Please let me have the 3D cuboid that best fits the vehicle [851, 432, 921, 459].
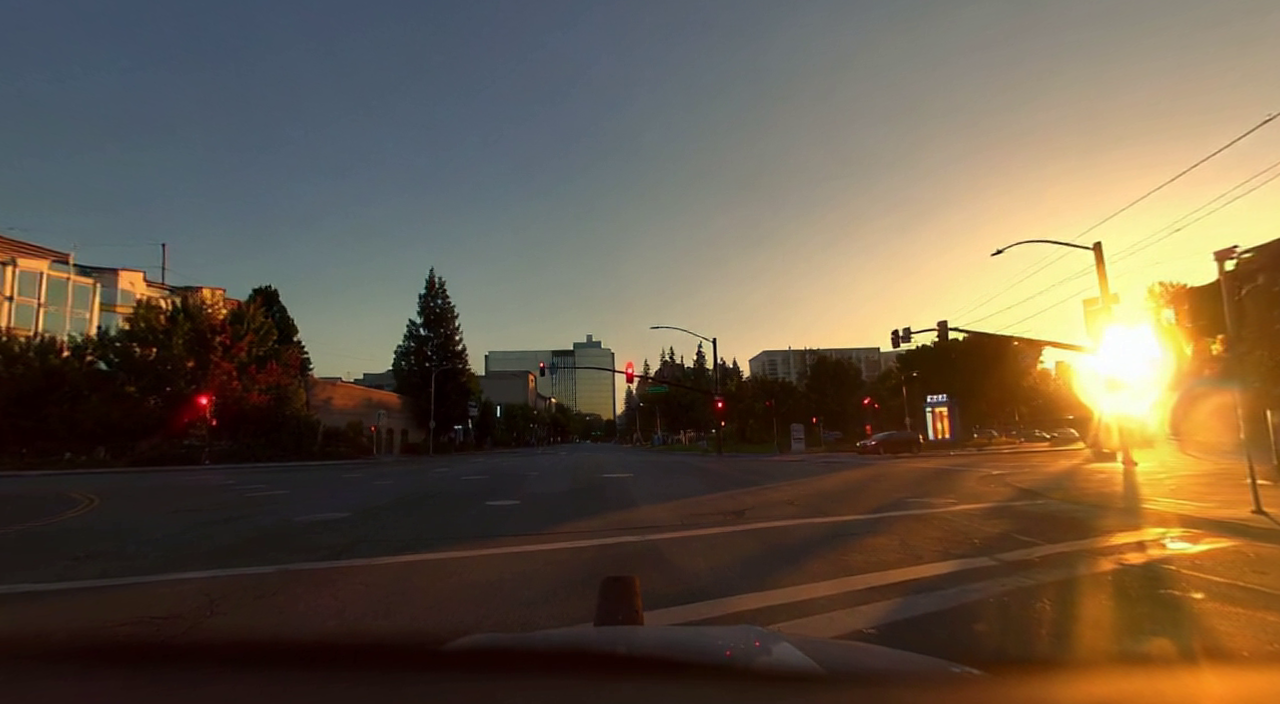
[{"bbox_3d":[17.611,6.701,45.254,4.600,1.783,1.970,4,-10,-26],"label":"vehicle"}]
